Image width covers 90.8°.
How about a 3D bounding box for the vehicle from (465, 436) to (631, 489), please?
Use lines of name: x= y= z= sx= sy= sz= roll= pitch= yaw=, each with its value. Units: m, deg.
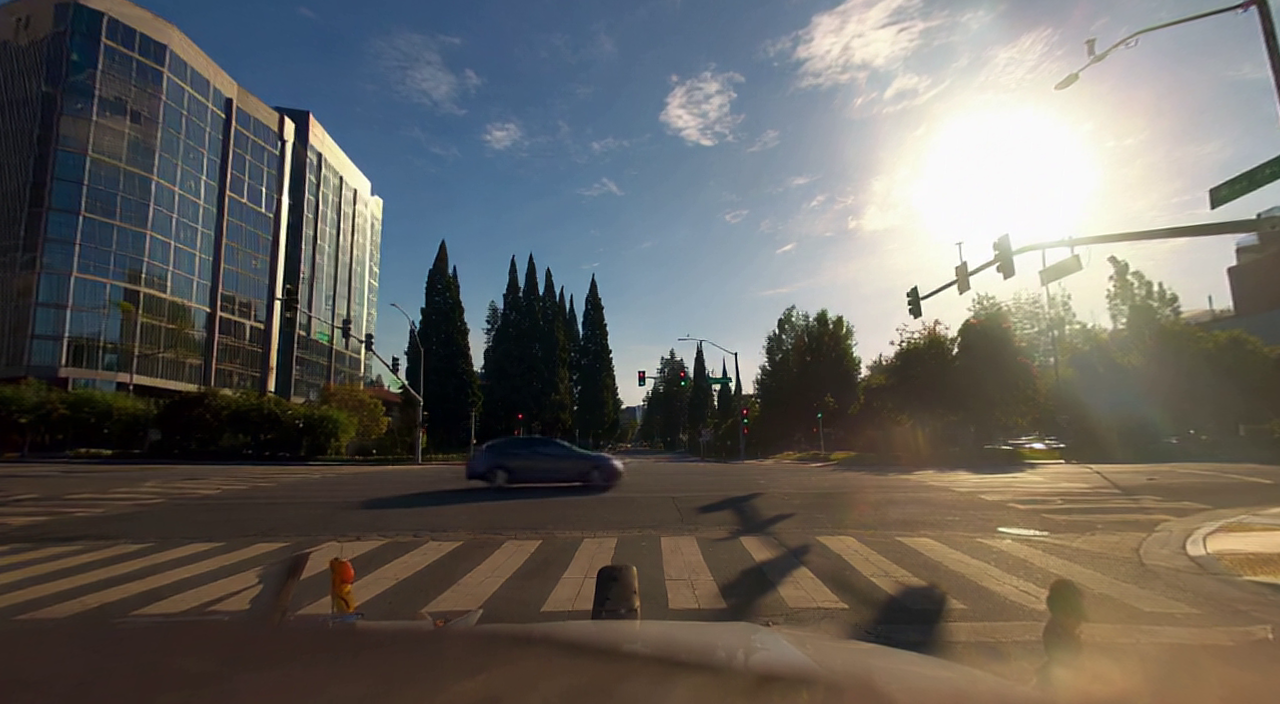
vehicle: x=-2.628 y=3.309 z=19.003 sx=4.698 sy=1.466 sz=1.883 roll=0 pitch=-9 yaw=0
